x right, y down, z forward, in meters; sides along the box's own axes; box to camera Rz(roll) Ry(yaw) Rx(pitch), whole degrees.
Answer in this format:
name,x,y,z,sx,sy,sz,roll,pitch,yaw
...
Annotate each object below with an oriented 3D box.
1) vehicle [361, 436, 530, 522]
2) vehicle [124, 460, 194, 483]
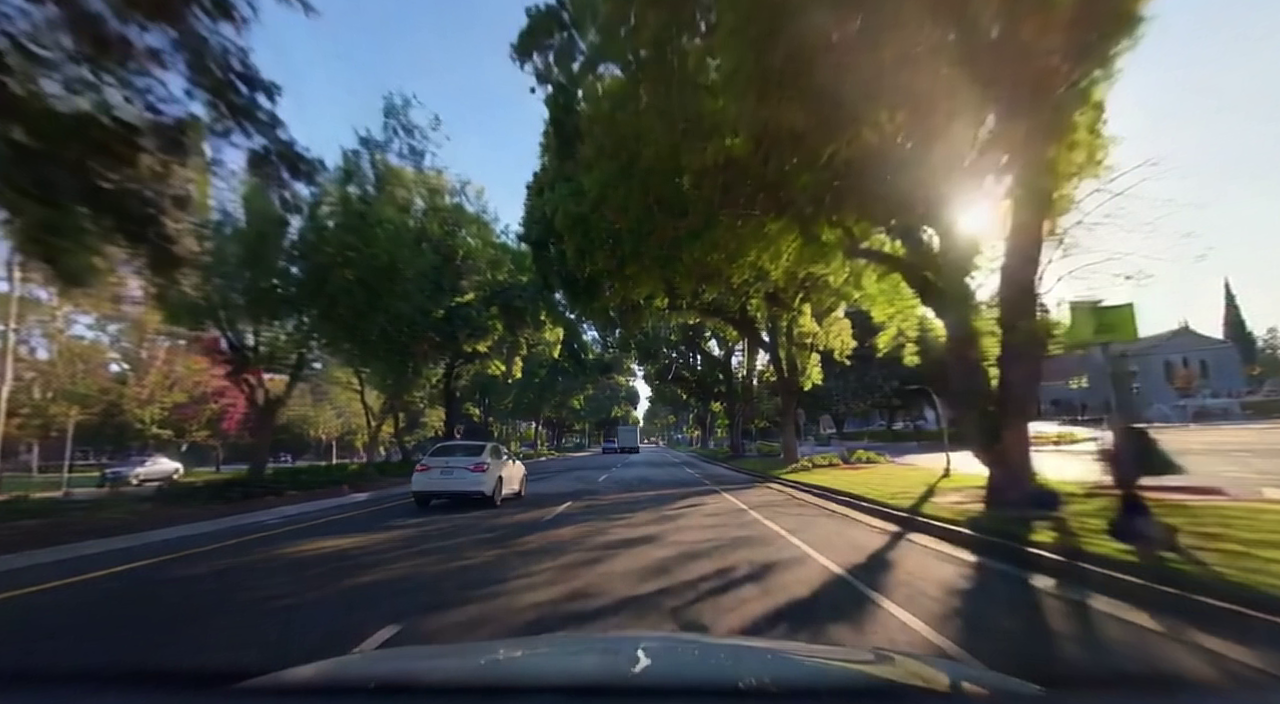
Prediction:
name,x,y,z,sx,sy,sz,roll,pitch,yaw
vehicle,-3.733,2.515,13.113,2.033,1.454,4.512,0,-8,1
vehicle,-34.436,8.566,45.251,1.666,1.443,4.187,0,-8,0
